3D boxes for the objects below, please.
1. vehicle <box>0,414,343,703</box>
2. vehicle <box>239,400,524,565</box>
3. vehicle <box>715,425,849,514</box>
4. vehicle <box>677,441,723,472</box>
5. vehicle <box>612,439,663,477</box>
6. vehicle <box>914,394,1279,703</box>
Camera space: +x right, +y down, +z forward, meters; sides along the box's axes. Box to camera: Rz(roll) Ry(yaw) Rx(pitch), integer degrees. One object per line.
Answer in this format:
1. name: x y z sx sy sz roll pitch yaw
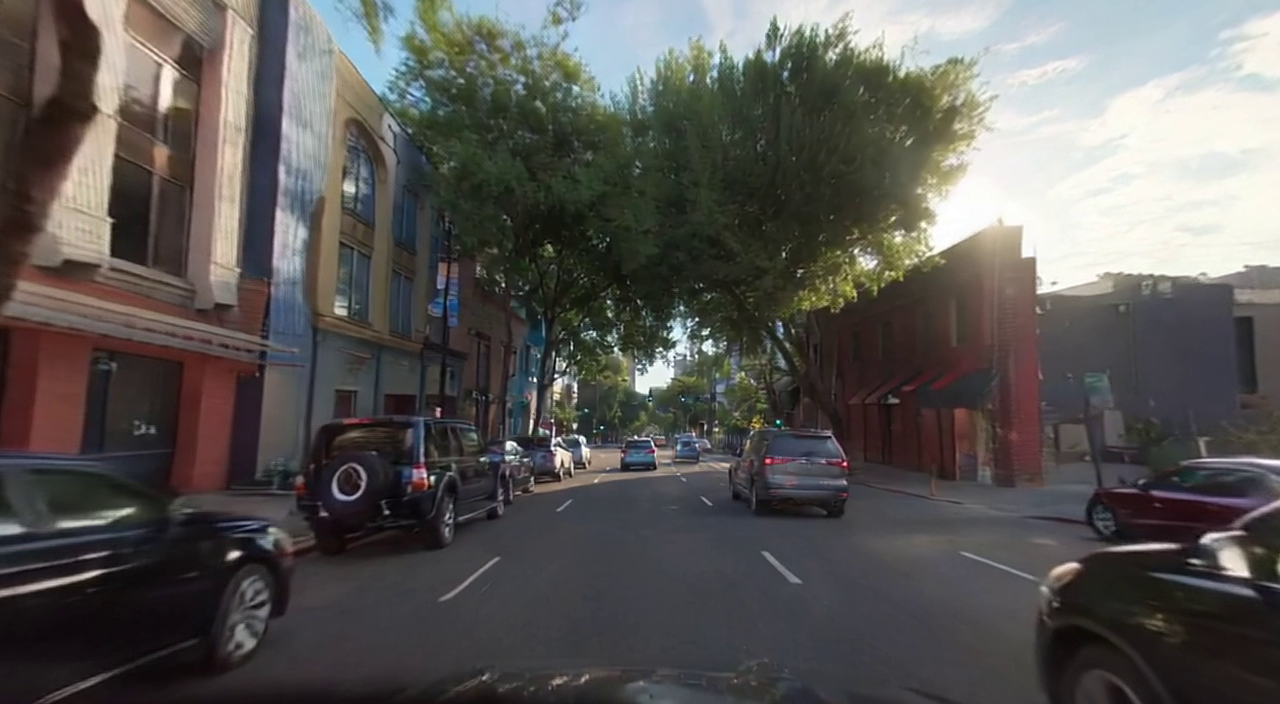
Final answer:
1. vehicle: -3.453 1.014 2.613 1.972 1.471 4.795 0 -8 2
2. vehicle: -3.414 1.856 9.815 2.142 1.832 5.373 0 -8 0
3. vehicle: 3.028 2.624 14.529 2.002 1.707 4.547 0 -8 0
4. vehicle: 3.053 5.442 32.914 1.966 1.475 4.528 0 -8 0
5. vehicle: -0.110 4.497 26.881 2.007 1.460 3.923 0 -8 0
6. vehicle: 2.471 0.774 0.908 2.080 1.495 4.591 0 -8 0
